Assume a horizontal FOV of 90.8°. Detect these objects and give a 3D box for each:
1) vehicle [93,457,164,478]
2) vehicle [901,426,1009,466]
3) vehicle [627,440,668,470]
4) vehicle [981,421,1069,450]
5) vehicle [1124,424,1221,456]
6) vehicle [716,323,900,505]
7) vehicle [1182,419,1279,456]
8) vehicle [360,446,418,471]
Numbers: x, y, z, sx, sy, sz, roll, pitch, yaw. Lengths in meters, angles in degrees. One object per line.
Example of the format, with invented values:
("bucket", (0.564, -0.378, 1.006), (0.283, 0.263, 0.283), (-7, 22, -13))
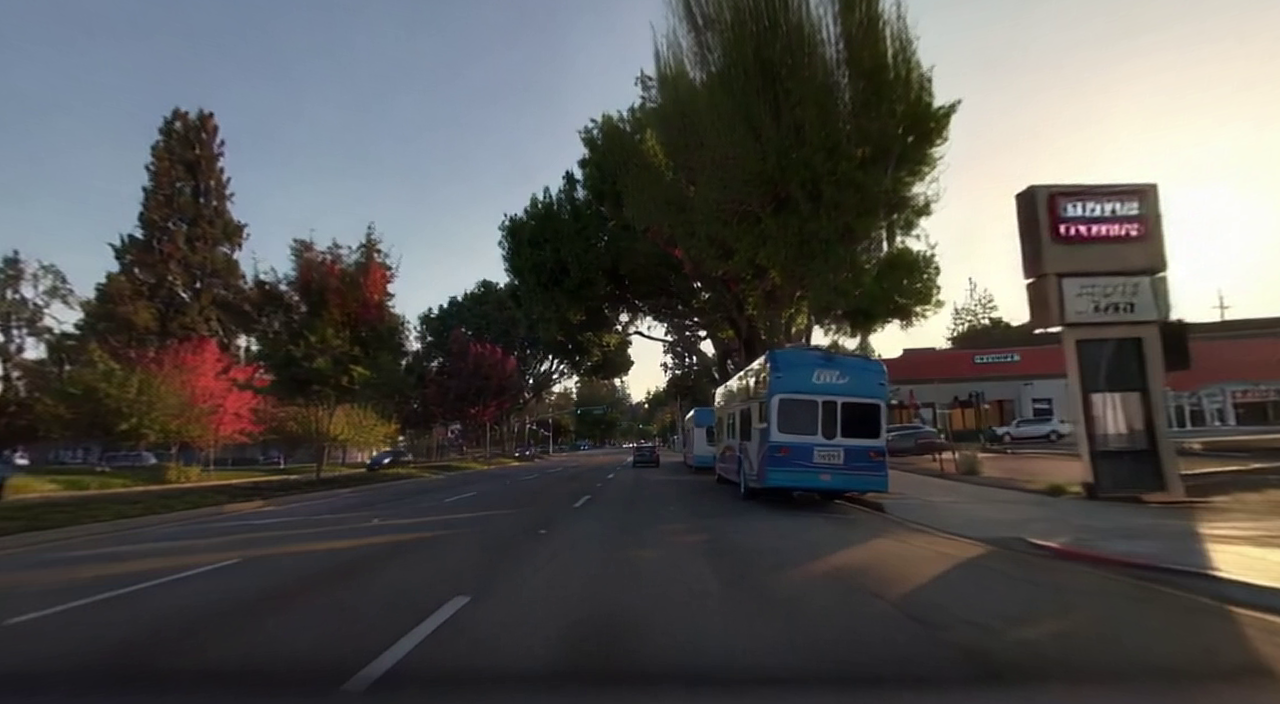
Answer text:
("vehicle", (-39.302, 8.862, 48.670), (1.756, 1.470, 4.454), (0, -9, -1))
("vehicle", (14.007, 4.225, 28.209), (4.037, 1.538, 1.912), (-7, -11, 26))
("vehicle", (0.364, 5.651, 34.740), (2.103, 1.506, 4.742), (0, -9, 0))
("vehicle", (26.845, 5.870, 43.990), (5.775, 1.921, 2.339), (4, -10, -26))
("vehicle", (25.969, 4.318, 30.793), (4.328, 1.475, 1.918), (4, -10, -27))
("vehicle", (4.102, 1.938, 17.873), (2.896, 3.921, 8.415), (0, -9, 0))
("vehicle", (26.214, 3.783, 27.720), (4.196, 1.520, 1.953), (4, -10, -24))
("vehicle", (-17.204, 7.284, 43.520), (2.067, 1.578, 4.457), (0, -9, 1))
